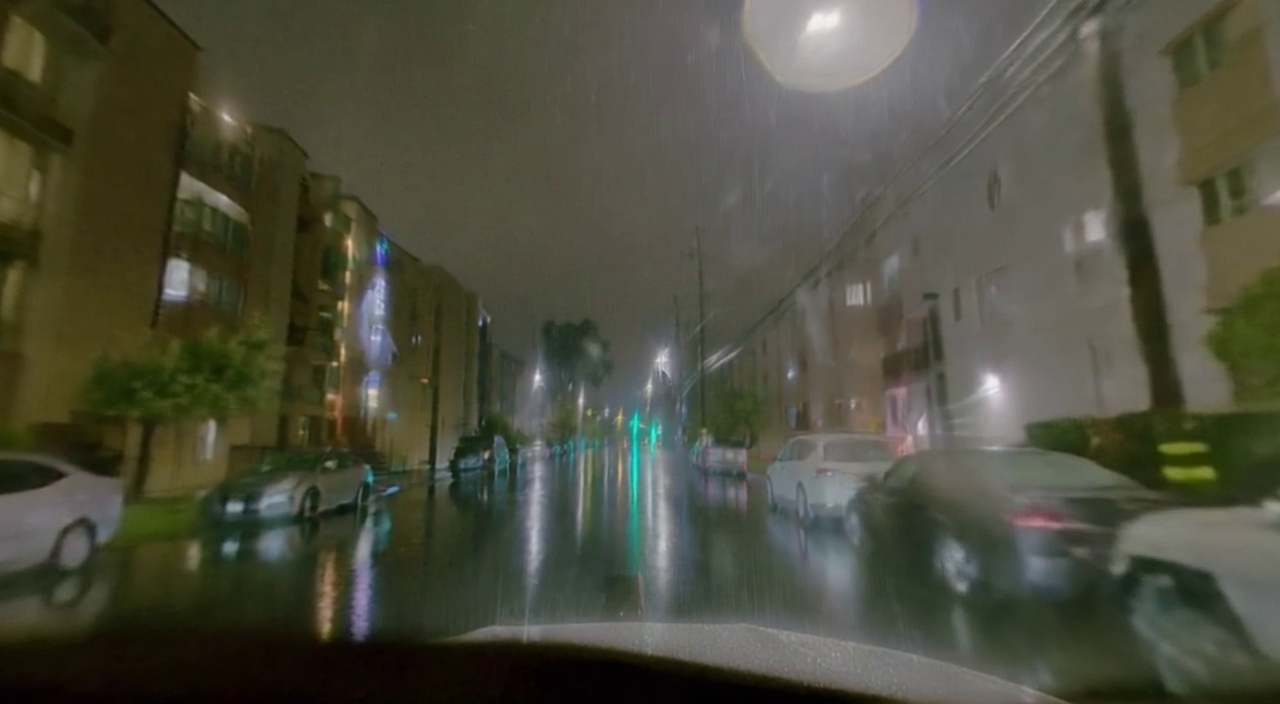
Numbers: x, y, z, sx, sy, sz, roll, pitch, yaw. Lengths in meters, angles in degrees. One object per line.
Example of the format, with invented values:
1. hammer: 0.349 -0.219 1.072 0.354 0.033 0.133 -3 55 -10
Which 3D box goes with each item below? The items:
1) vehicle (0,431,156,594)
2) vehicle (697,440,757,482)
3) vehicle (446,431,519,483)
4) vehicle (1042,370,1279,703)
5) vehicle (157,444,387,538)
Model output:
1. vehicle: -7.681 1.761 6.485 1.981 1.651 4.683 -5 -6 -3
2. vehicle: 3.636 4.652 27.289 1.925 1.634 4.419 0 -8 0
3. vehicle: -7.796 5.202 31.928 2.351 2.251 5.856 -2 -8 -2
4. vehicle: 3.672 0.801 1.763 2.095 1.694 4.592 0 -9 1
5. vehicle: -7.541 2.832 13.679 2.145 1.488 4.646 -3 -7 1
